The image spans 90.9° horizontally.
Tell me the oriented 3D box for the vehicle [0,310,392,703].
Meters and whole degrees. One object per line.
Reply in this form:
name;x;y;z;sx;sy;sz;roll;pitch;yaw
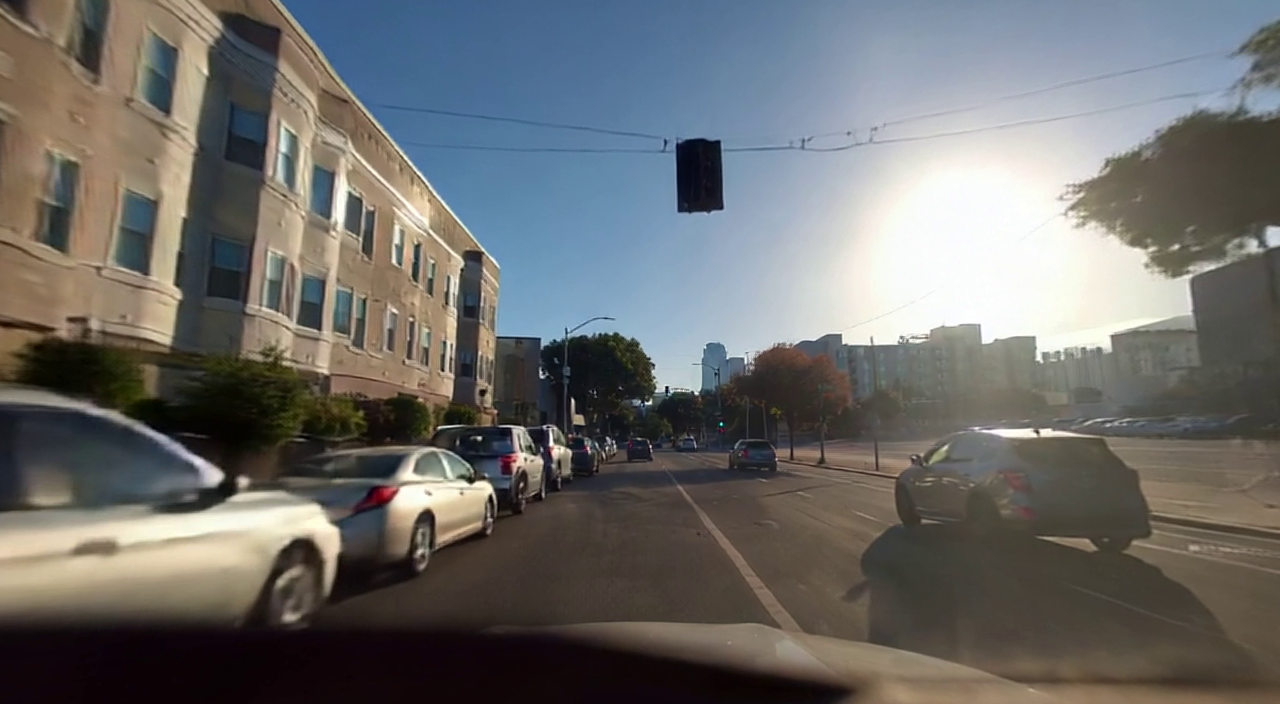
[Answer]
vehicle;-3.004;0.800;2.402;2.143;1.687;4.602;0;-8;1

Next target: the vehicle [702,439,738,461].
vehicle;5.650;6.968;44.899;1.917;1.467;4.452;0;-8;-1

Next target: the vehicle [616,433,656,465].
vehicle;-0.199;5.458;35.498;2.122;1.689;3.885;0;-8;0

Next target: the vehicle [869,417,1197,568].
vehicle;4.987;1.816;8.895;1.891;1.599;4.173;0;-8;0

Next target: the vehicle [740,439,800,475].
vehicle;5.529;4.509;27.283;1.799;1.463;3.464;0;-8;-1
